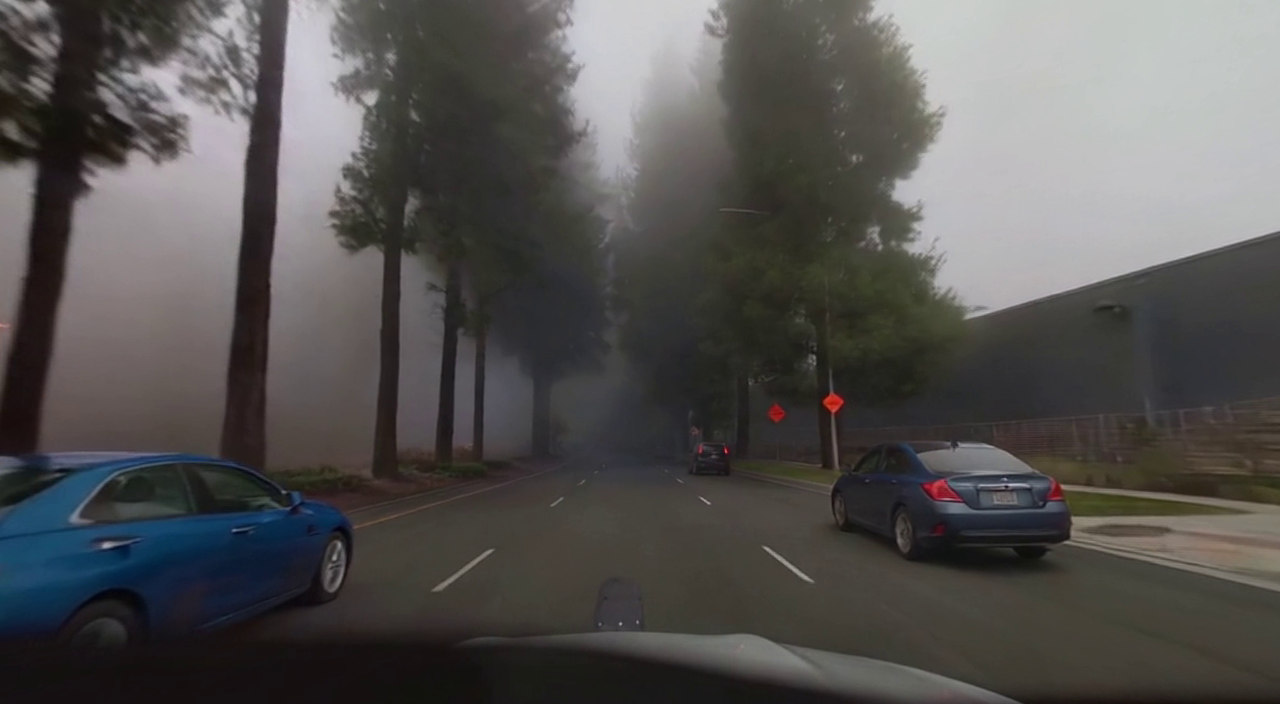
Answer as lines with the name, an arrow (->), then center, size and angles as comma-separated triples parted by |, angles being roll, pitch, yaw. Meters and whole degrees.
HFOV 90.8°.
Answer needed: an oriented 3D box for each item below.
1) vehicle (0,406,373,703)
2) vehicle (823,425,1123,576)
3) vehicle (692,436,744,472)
vehicle -> -3.521, 1.171, 3.863 | 2.020, 1.474, 4.098 | 0, -9, -1
vehicle -> 3.906, 1.777, 8.287 | 1.827, 1.491, 3.743 | 0, -9, -1
vehicle -> 4.109, 5.479, 34.077 | 2.159, 1.793, 4.735 | 0, -9, -1
